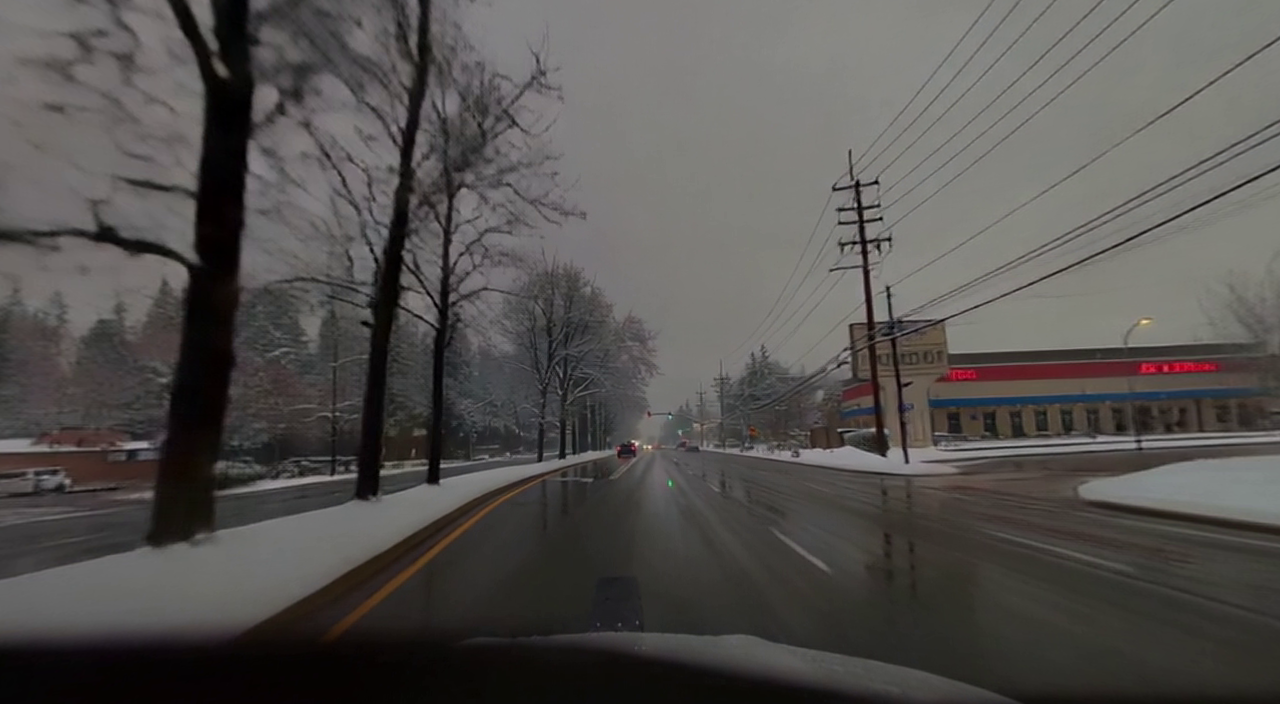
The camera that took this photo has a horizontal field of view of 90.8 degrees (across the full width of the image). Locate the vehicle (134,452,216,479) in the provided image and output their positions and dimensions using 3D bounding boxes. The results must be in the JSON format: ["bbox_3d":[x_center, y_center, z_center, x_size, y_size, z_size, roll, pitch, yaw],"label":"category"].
[{"bbox_3d":[-33.144,8.115,45.108,4.137,1.733,2.016,2,-10,0],"label":"vehicle"}]

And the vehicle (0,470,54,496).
[{"bbox_3d":[-45.475,9.453,45.729,1.818,1.590,4.291,0,-8,1],"label":"vehicle"}]
